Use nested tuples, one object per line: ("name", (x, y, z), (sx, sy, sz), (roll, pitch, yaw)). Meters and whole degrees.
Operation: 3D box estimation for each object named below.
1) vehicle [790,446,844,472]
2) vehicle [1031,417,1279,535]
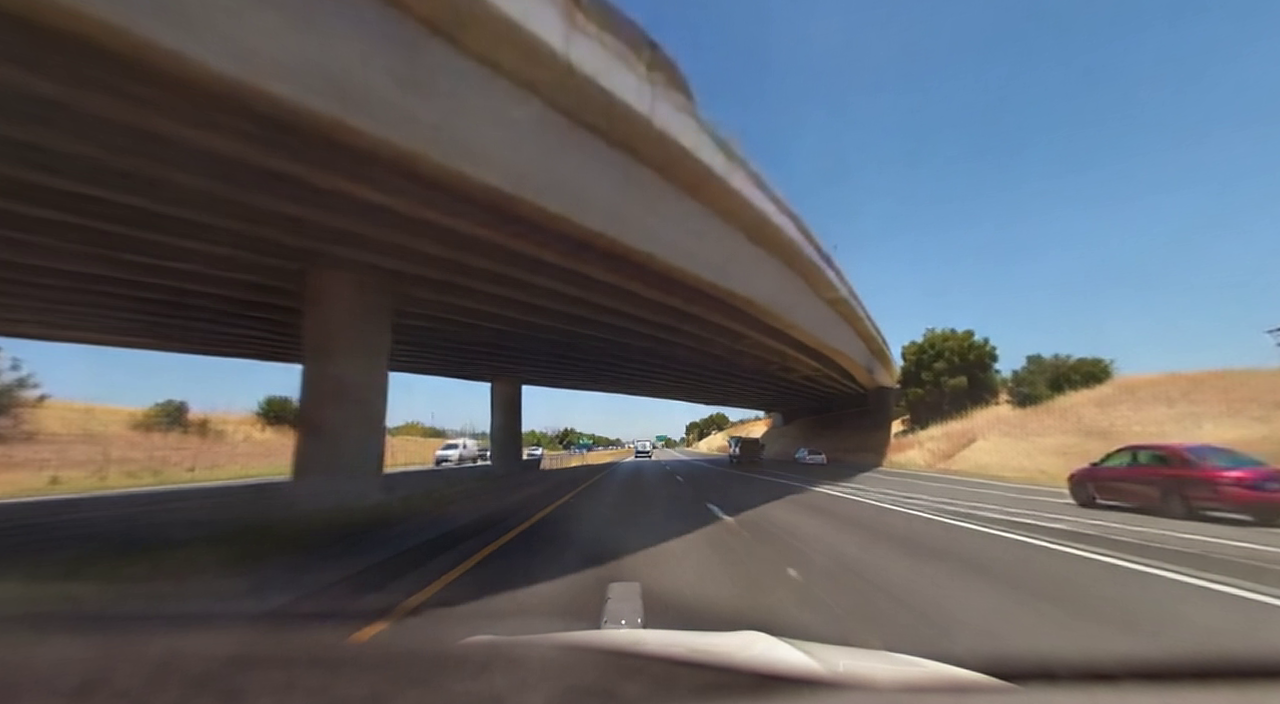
("vehicle", (10.748, 6.491, 38.418), (1.927, 1.472, 4.076), (0, -8, -3))
("vehicle", (12.244, 2.685, 14.350), (2.533, 2.111, 5.525), (1, -9, -8))
